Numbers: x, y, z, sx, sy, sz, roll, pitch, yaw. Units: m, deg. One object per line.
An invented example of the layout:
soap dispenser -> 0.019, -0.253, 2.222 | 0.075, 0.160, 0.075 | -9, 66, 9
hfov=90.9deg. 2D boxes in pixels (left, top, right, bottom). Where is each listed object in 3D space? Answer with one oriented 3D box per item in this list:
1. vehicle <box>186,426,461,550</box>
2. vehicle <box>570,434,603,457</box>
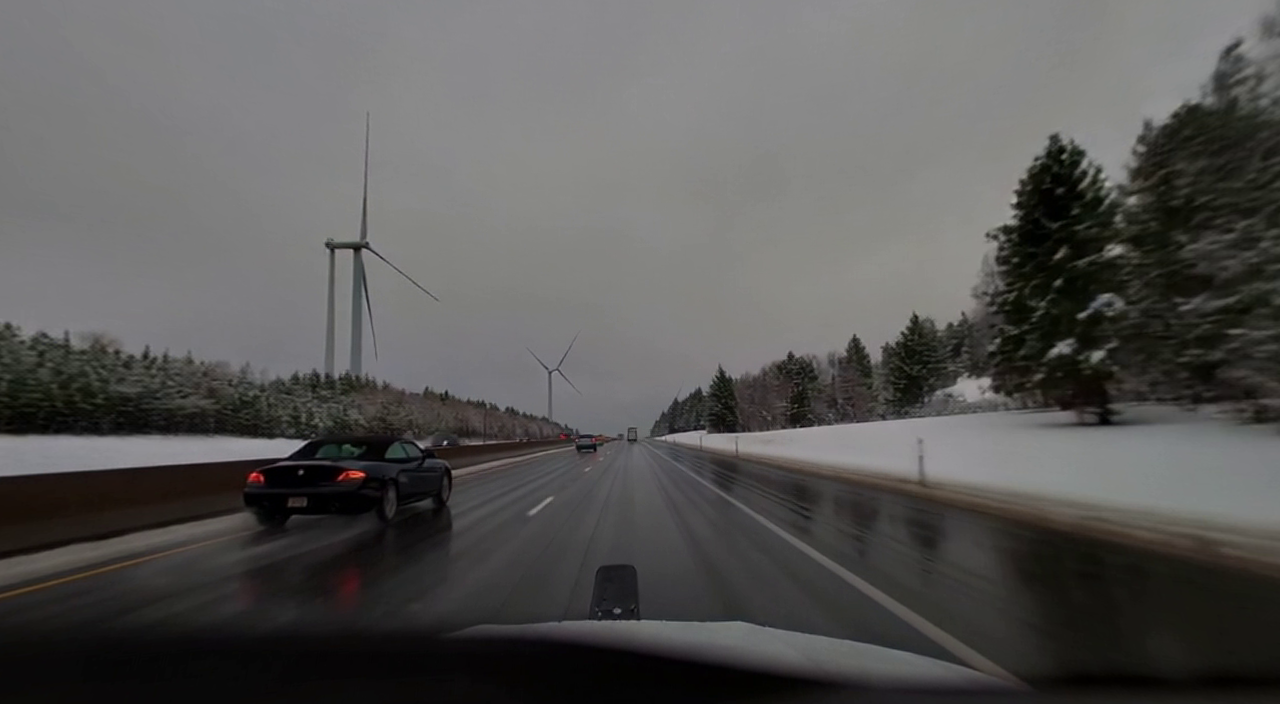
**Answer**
vehicle -> -4.245, 1.856, 9.399 | 1.969, 1.413, 4.194 | 0, -8, -1
vehicle -> -3.560, 6.305, 42.458 | 2.024, 1.456, 3.754 | 0, -8, -2
